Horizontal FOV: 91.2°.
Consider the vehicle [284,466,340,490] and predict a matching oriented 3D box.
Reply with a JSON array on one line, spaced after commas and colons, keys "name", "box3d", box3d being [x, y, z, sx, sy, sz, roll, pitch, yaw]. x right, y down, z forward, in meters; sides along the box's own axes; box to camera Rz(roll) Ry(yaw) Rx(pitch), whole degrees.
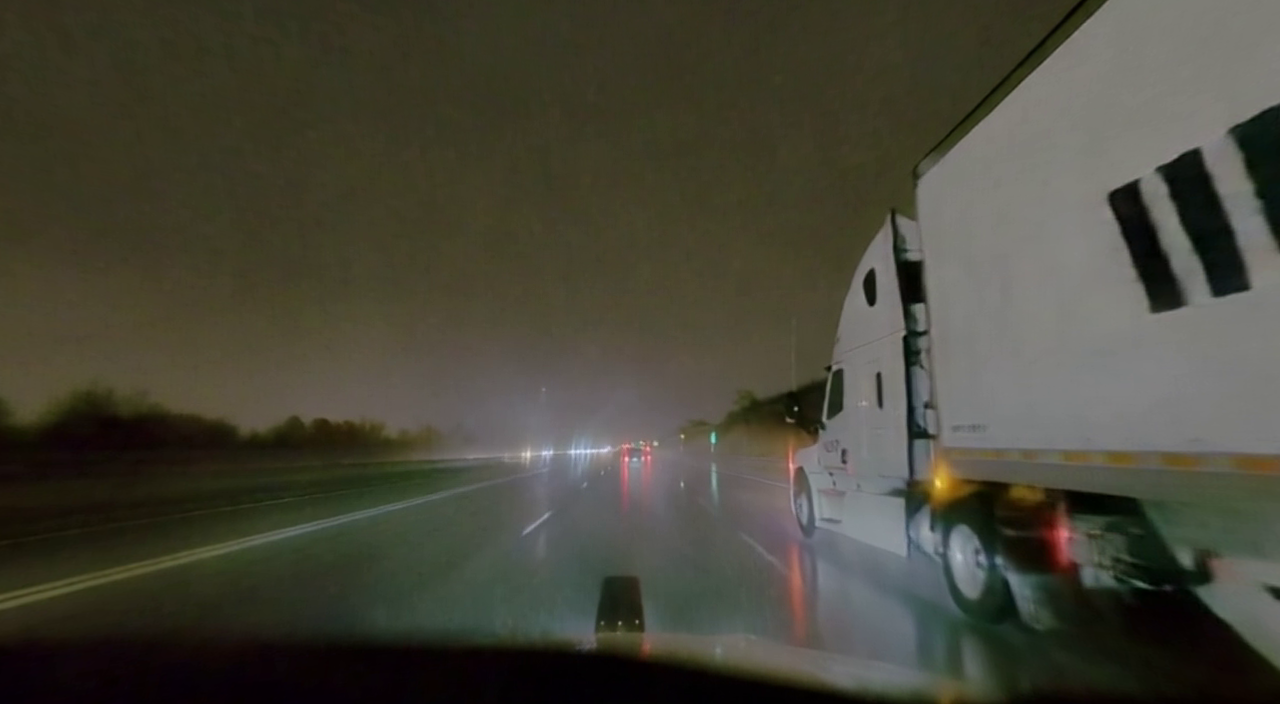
[{"name": "vehicle", "box3d": [-22.672, 8.694, 43.473, 1.803, 1.447, 3.820, 0, -9, 1]}]
